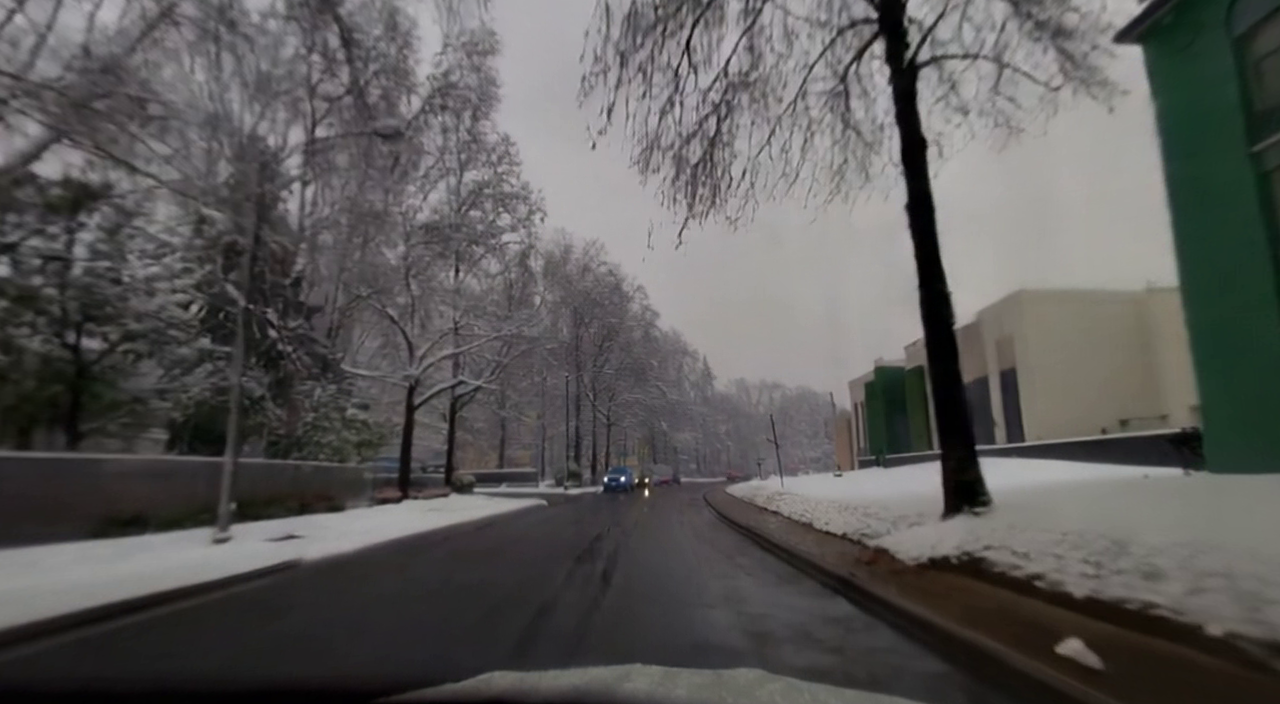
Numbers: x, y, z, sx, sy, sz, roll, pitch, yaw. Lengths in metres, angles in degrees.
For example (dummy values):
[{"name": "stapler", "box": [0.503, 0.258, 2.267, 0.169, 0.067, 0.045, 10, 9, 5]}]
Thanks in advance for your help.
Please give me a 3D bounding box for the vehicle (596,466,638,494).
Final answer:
[{"name": "vehicle", "box": [-1.543, 9.018, 44.492, 2.022, 1.776, 4.625, -3, -10, 10]}]
